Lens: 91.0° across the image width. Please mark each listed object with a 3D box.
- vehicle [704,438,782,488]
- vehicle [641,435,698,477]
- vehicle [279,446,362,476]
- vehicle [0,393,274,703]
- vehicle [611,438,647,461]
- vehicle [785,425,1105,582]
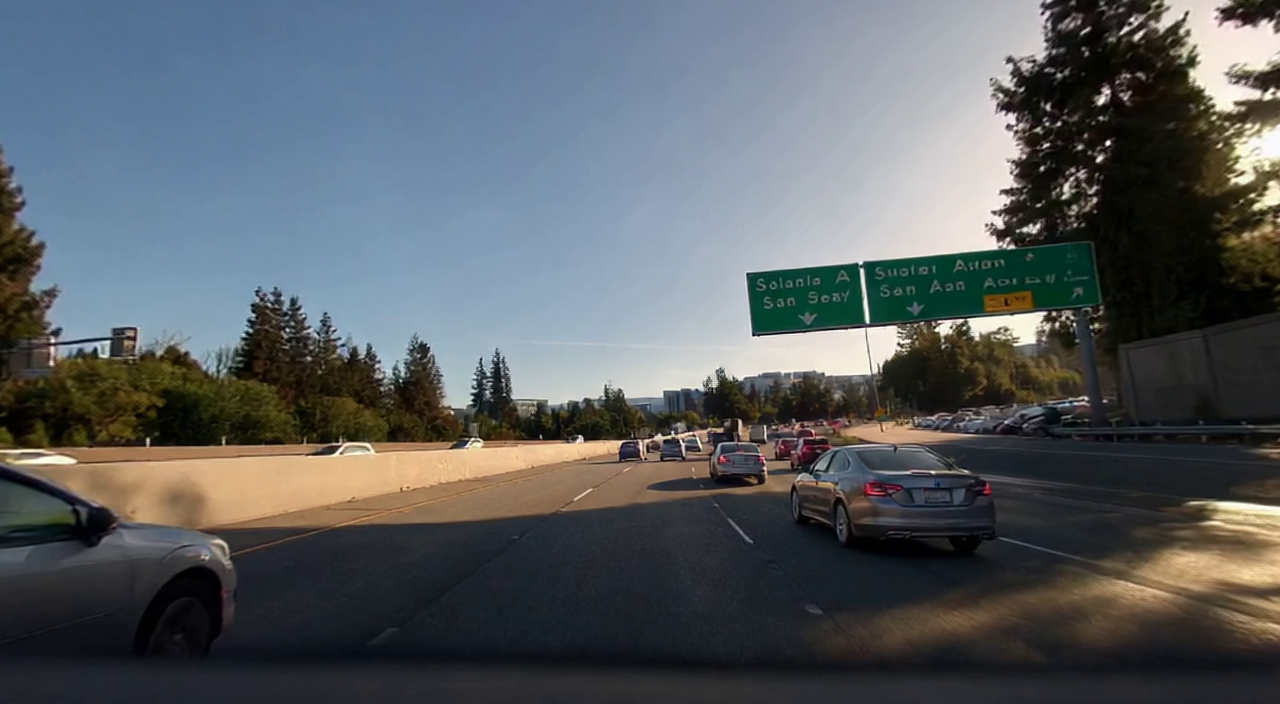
[{"bbox_3d":[3.356,3.714,21.367,2.009,1.489,4.559,0,-9,2],"label":"vehicle"},{"bbox_3d":[1.267,4.321,26.304,2.201,1.614,3.803,-1,-9,3],"label":"vehicle"},{"bbox_3d":[-18.249,6.233,36.282,1.998,1.557,4.757,-1,-9,5],"label":"vehicle"},{"bbox_3d":[-3.218,0.824,1.510,1.937,1.558,4.469,0,-9,1],"label":"vehicle"},{"bbox_3d":[-0.715,6.899,44.649,2.059,1.516,4.236,-1,-9,6],"label":"vehicle"},{"bbox_3d":[3.476,1.821,8.460,2.014,1.489,4.696,0,-9,1],"label":"vehicle"}]
